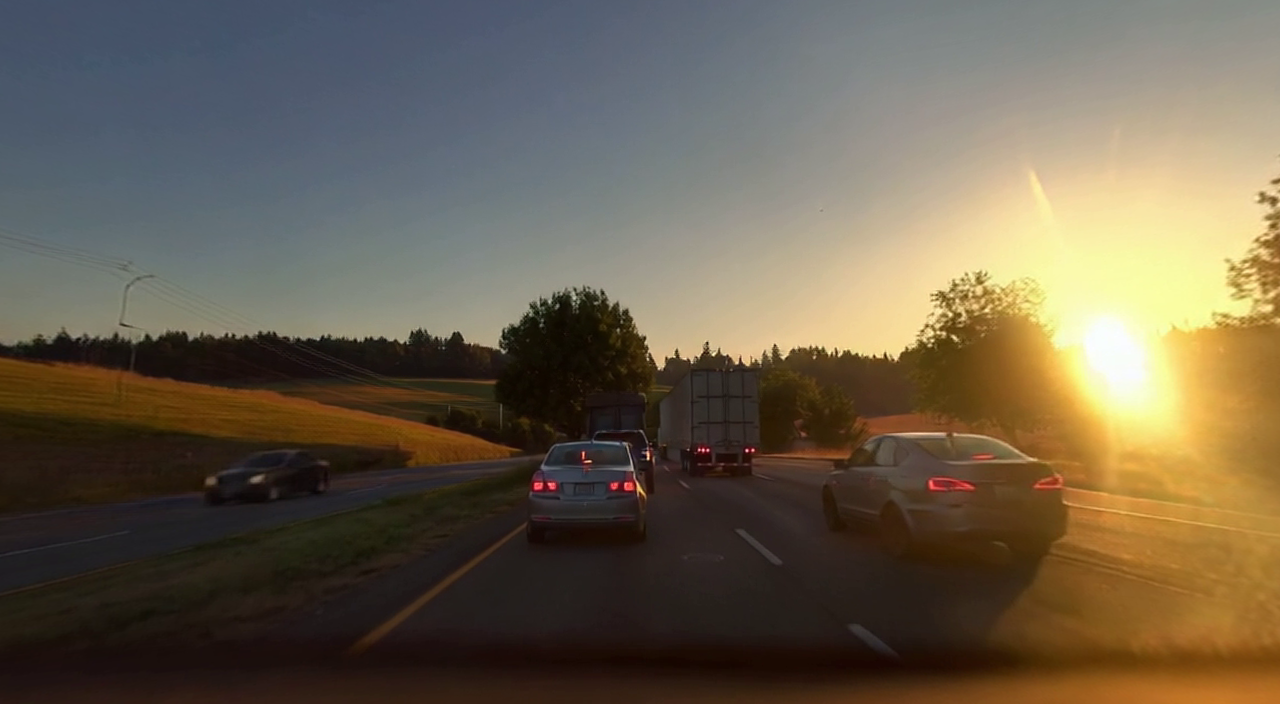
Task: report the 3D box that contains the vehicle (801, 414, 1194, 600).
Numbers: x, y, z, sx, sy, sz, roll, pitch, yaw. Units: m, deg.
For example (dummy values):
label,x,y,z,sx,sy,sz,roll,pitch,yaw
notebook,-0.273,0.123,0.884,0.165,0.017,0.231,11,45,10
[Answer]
label,x,y,z,sx,sy,sz,roll,pitch,yaw
vehicle,3.576,1.627,7.622,1.960,1.515,4.713,0,-8,0

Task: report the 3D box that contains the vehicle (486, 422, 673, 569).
label,x,y,z,sx,sy,sz,roll,pitch,yaw
vehicle,-0.706,1.842,8.854,2.009,1.554,4.013,0,-8,-2

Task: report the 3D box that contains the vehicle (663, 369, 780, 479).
label,x,y,z,sx,sy,sz,roll,pitch,yaw
vehicle,3.501,3.989,33.139,3.591,4.290,16.696,0,-8,-1

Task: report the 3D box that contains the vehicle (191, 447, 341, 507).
label,x,y,z,sx,sy,sz,roll,pitch,yaw
vehicle,-11.450,3.799,19.697,2.029,1.617,4.260,0,-8,1
